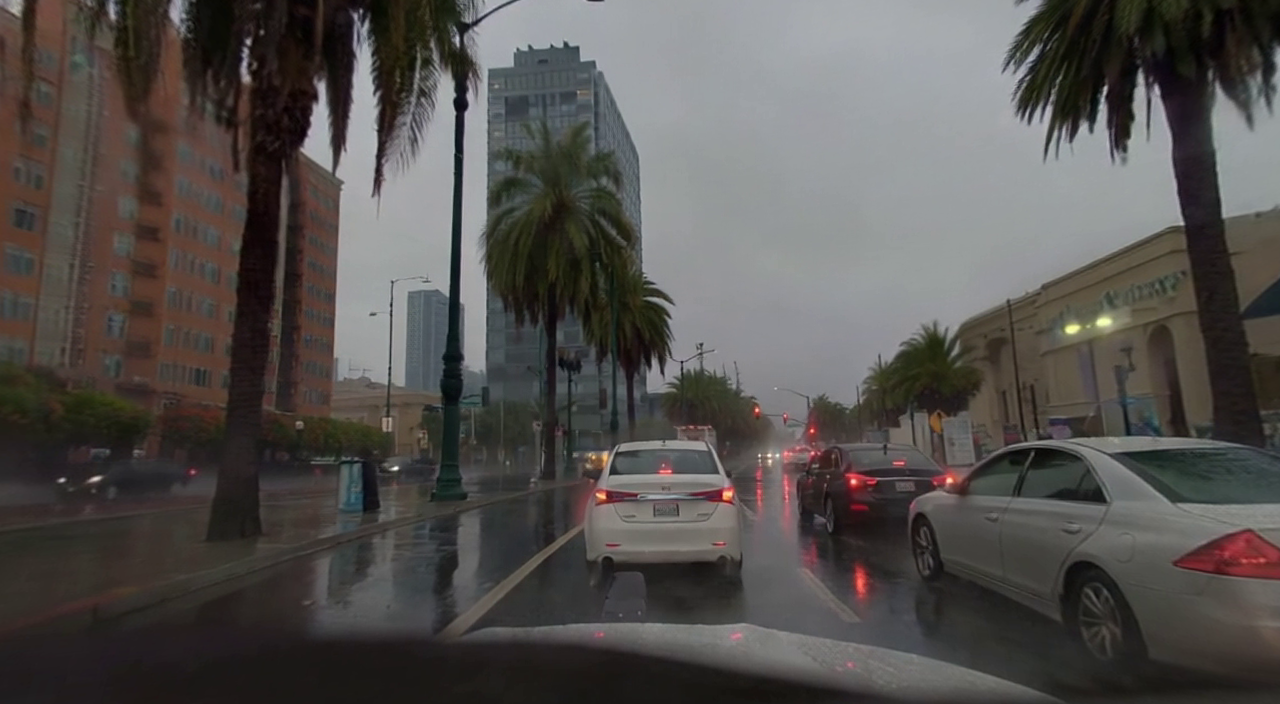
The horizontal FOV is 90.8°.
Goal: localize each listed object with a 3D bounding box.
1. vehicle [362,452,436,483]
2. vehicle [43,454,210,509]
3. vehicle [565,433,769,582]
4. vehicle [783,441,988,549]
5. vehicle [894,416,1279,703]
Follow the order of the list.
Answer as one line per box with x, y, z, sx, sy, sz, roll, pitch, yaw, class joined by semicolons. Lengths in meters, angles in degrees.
-14.080;6.749;37.187;2.078;1.662;4.436;-2;-9;9;vehicle
-16.664;4.166;20.816;1.801;1.563;4.015;-2;-9;8;vehicle
0.326;1.876;8.362;2.078;1.503;3.681;-1;-9;2;vehicle
3.943;2.347;11.127;1.920;1.490;4.417;0;-9;1;vehicle
3.643;1.301;4.571;1.913;1.469;4.425;-1;-9;2;vehicle
